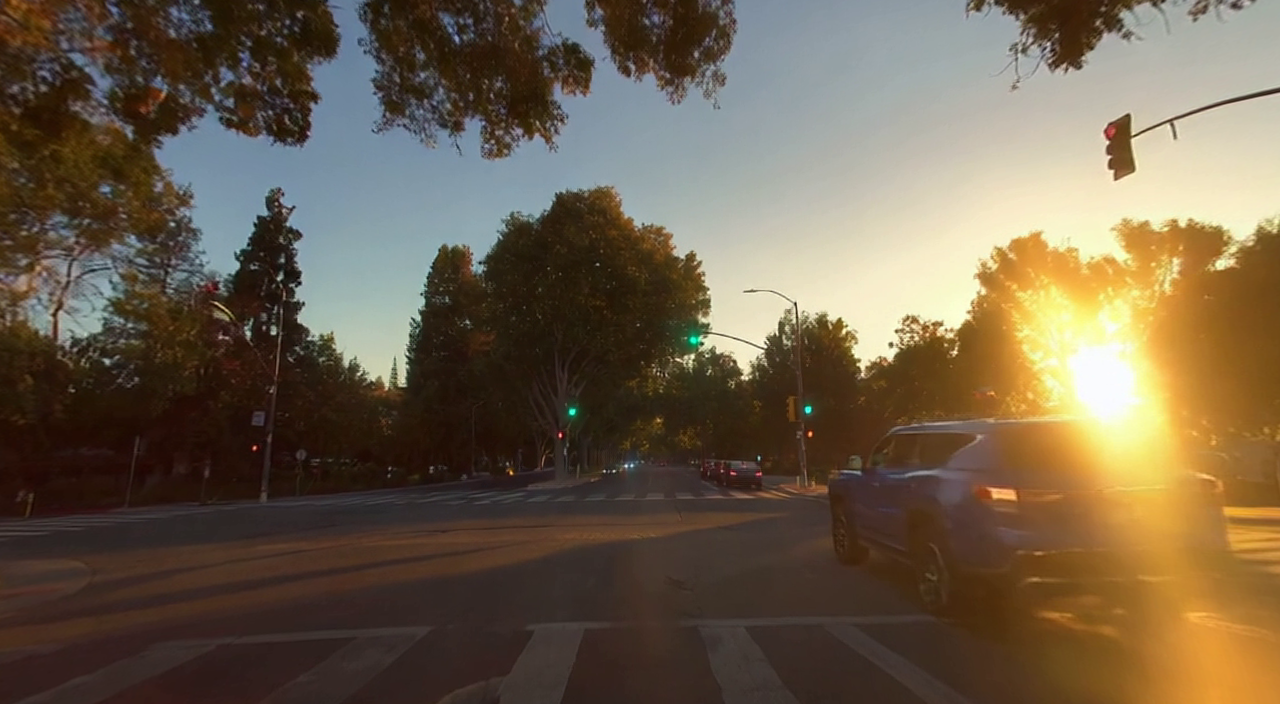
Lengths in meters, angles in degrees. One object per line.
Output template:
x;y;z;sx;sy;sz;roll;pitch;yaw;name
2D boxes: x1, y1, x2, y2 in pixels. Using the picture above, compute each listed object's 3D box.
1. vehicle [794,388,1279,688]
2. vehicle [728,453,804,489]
3.184;1.389;5.986;2.140;1.655;4.786;0;-9;-1;vehicle
8.846;8.444;45.371;2.771;2.214;7.159;2;-9;-12;vehicle
